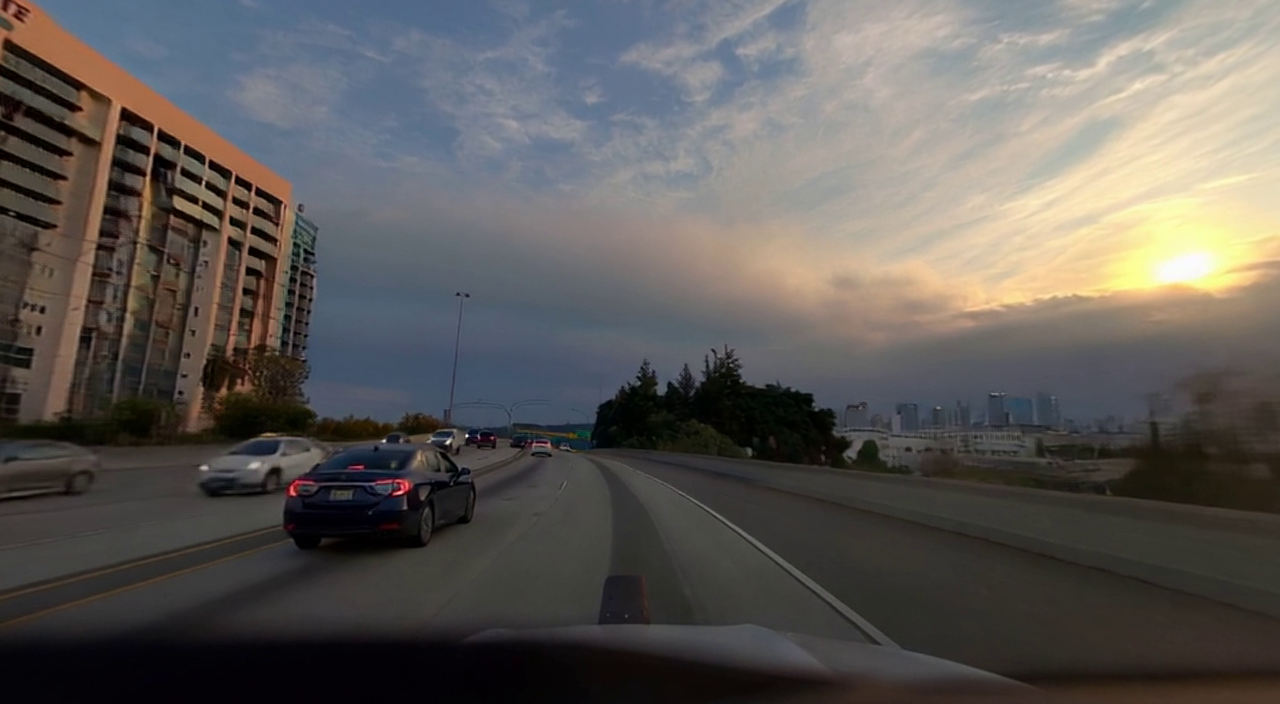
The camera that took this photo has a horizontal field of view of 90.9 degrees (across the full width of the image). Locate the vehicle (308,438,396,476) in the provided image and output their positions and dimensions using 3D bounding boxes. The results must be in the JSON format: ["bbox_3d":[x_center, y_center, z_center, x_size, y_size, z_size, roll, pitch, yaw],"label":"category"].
[{"bbox_3d":[-12.015,4.391,26.630,1.950,1.437,4.326,0,-8,-5],"label":"vehicle"}]

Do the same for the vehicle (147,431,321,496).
[{"bbox_3d":[-10.813,2.993,17.288,1.957,1.514,4.528,0,-8,-3],"label":"vehicle"}]

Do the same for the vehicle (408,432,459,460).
[{"bbox_3d":[-13.398,6.145,41.234,2.078,1.664,4.595,0,-8,-4],"label":"vehicle"}]
